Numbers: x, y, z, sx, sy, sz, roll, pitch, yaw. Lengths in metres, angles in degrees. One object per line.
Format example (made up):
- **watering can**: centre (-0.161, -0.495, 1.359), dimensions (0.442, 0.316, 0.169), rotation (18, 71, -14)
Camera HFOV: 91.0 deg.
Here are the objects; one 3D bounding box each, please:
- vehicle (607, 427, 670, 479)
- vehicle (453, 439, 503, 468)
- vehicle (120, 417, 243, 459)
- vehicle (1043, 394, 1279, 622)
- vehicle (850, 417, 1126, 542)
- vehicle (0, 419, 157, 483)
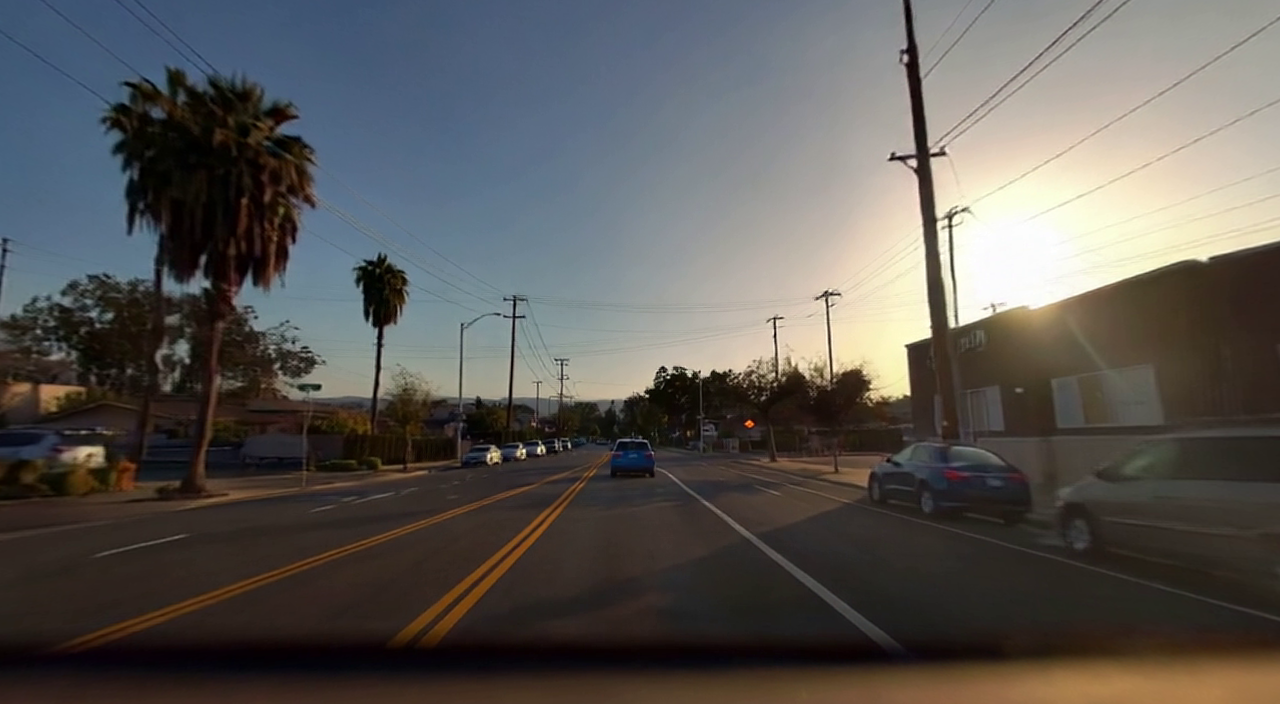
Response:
- **vehicle**: centre (-0.105, 3.928, 24.770), dimensions (2.264, 1.798, 4.563), rotation (0, -8, -1)
- **vehicle**: centre (-10.382, 6.509, 40.687), dimensions (2.075, 1.693, 4.696), rotation (0, -8, -1)
- **vehicle**: centre (-20.784, 3.916, 28.651), dimensions (1.911, 1.762, 4.127), rotation (-8, -11, 43)
- **vehicle**: centre (6.050, 1.323, 5.594), dimensions (1.945, 1.791, 4.460), rotation (0, -8, 0)
- **vehicle**: centre (6.002, 2.248, 11.908), dimensions (2.153, 1.801, 5.163), rotation (0, -8, -1)
- **vehicle**: centre (-17.513, 2.995, 19.249), dimensions (2.084, 1.678, 4.707), rotation (0, -8, -6)
